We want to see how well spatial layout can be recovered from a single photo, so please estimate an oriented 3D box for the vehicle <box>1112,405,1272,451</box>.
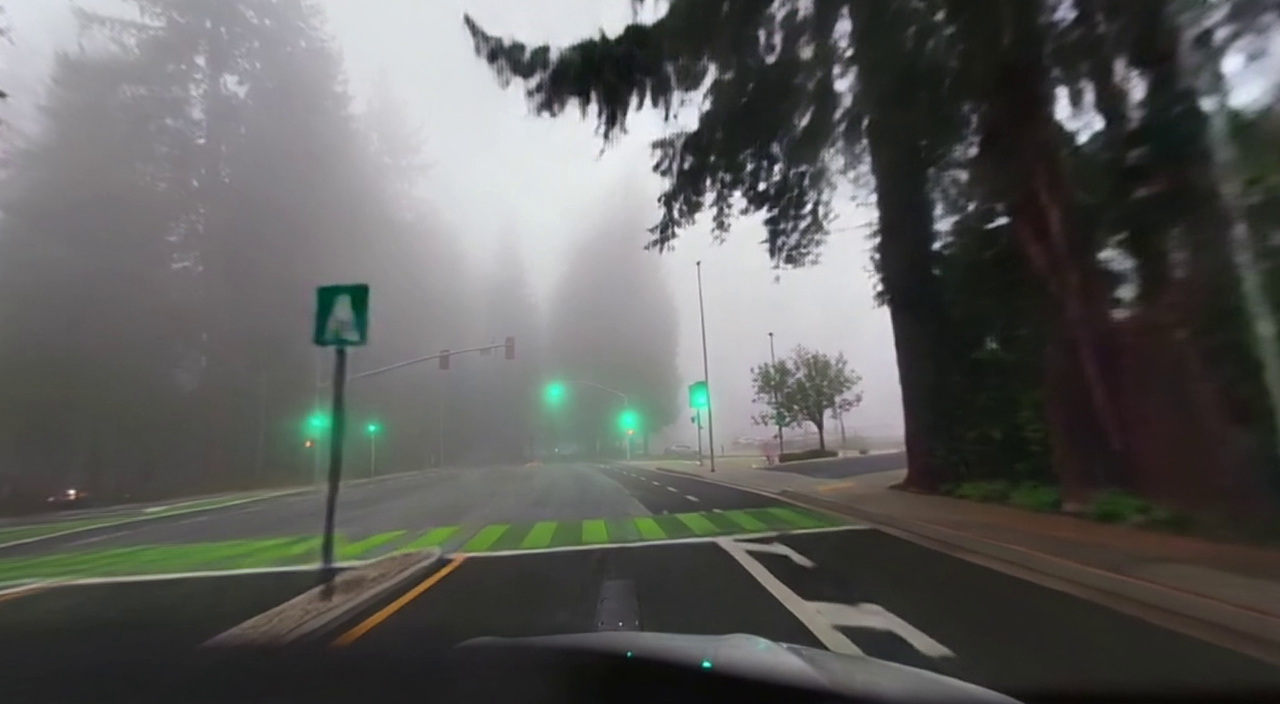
[{"bbox_3d":[20.293,2.868,23.494,1.908,1.467,4.117,3,-8,-10],"label":"vehicle"}]
